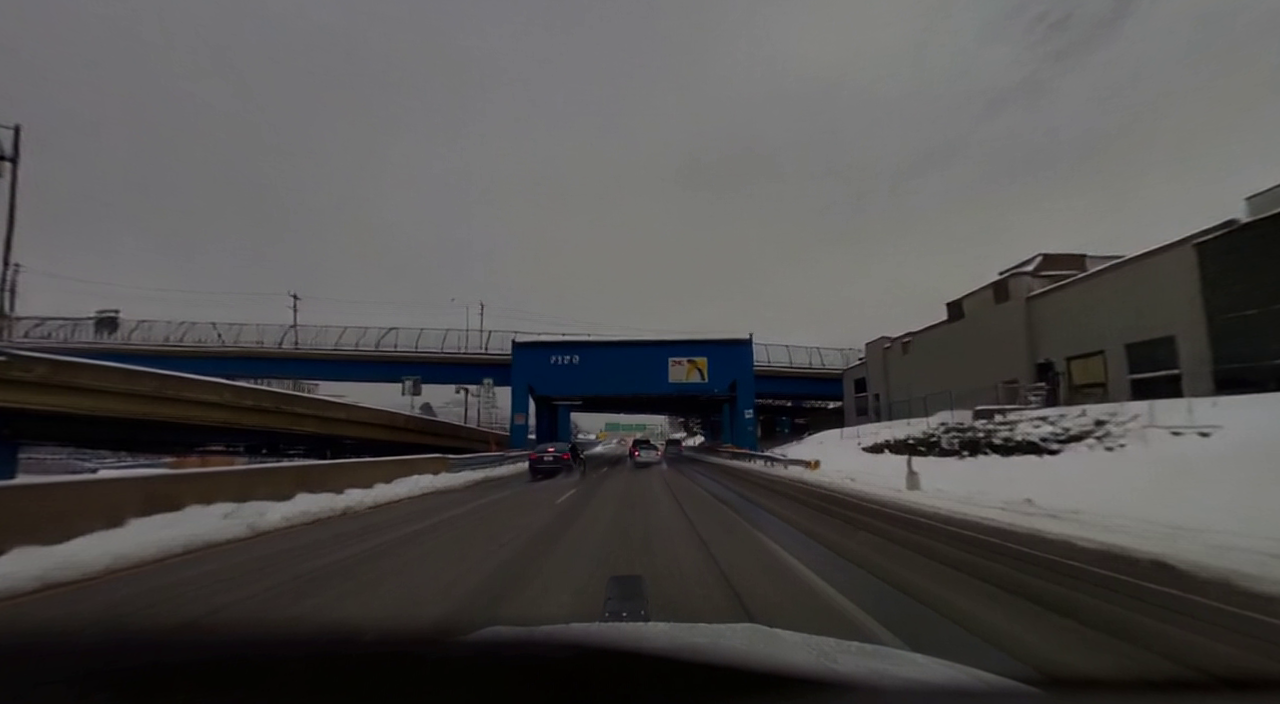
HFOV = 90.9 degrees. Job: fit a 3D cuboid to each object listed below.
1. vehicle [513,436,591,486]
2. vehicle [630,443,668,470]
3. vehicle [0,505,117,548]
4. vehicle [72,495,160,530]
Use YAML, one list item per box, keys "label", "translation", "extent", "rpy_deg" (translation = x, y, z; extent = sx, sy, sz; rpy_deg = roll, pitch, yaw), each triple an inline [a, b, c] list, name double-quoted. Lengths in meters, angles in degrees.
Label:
- label: "vehicle"
  translation: [-3.008, 3.826, 22.521]
  extent: [2.064, 1.589, 4.213]
  rpy_deg: [0, -8, 1]
- label: "vehicle"
  translation: [0.450, 5.581, 33.904]
  extent: [1.877, 1.386, 3.872]
  rpy_deg: [0, -8, 0]
- label: "vehicle"
  translation: [-27.914, 8.335, 30.326]
  extent: [2.065, 1.542, 3.937]
  rpy_deg: [0, -9, 1]
- label: "vehicle"
  translation: [-32.057, 9.831, 38.744]
  extent: [2.057, 1.665, 3.981]
  rpy_deg: [0, -8, -2]
